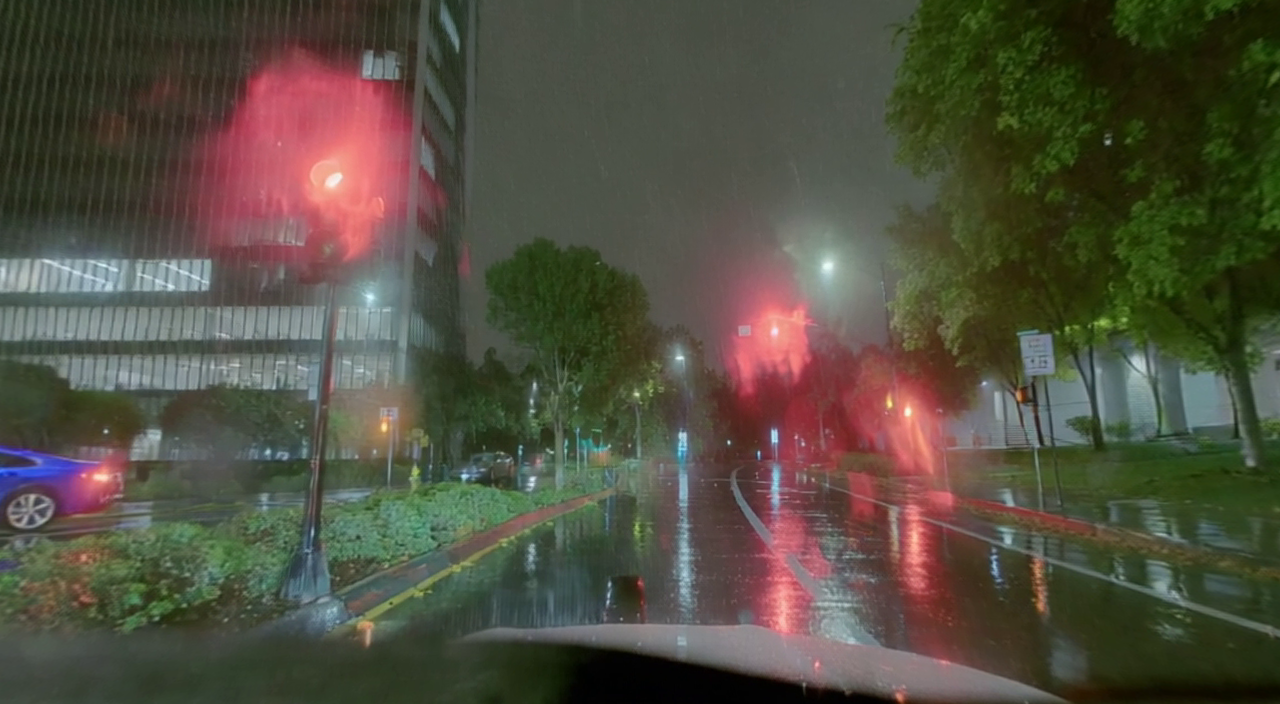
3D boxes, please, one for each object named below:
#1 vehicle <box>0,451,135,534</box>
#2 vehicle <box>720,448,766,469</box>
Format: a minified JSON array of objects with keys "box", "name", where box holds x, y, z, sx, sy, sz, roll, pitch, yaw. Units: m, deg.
[{"box":[-12.863,2.712,12.269,4.598,1.490,1.816,7,-11,-40],"name":"vehicle"},{"box":[7.847,8.118,48.417,1.829,1.440,4.384,2,-9,-14],"name":"vehicle"}]
